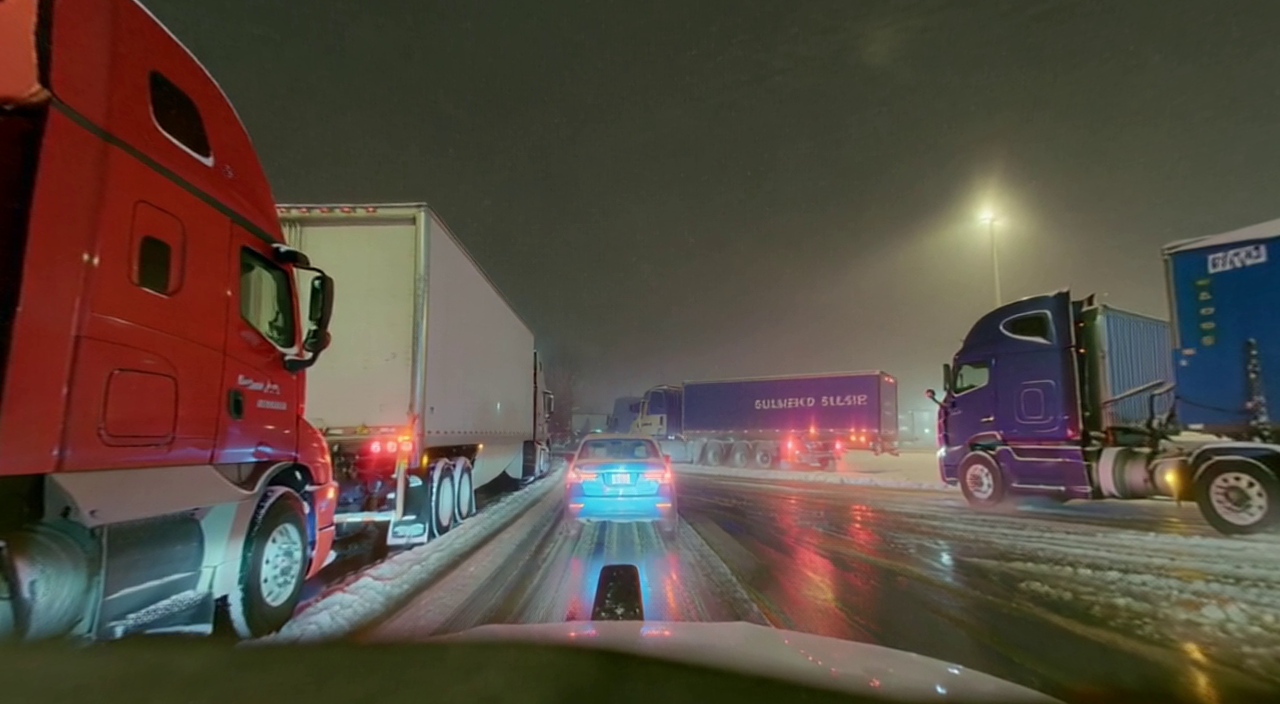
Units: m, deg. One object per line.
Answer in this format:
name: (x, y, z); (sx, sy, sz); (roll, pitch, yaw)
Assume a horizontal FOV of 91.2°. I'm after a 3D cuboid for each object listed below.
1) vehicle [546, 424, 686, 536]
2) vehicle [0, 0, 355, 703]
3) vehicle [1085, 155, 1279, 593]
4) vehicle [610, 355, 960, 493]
vehicle: (-0.401, 2.280, 11.678); (2.140, 1.682, 3.971); (0, -9, -1)
vehicle: (-3.963, -0.149, 0.874); (2.986, 3.391, 9.523); (0, -9, -2)
vehicle: (11.165, -0.299, 3.465); (13.564, 4.152, 3.110); (-9, -12, 42)
vehicle: (4.498, 3.108, 25.158); (2.877, 4.124, 14.516); (4, -10, -41)
